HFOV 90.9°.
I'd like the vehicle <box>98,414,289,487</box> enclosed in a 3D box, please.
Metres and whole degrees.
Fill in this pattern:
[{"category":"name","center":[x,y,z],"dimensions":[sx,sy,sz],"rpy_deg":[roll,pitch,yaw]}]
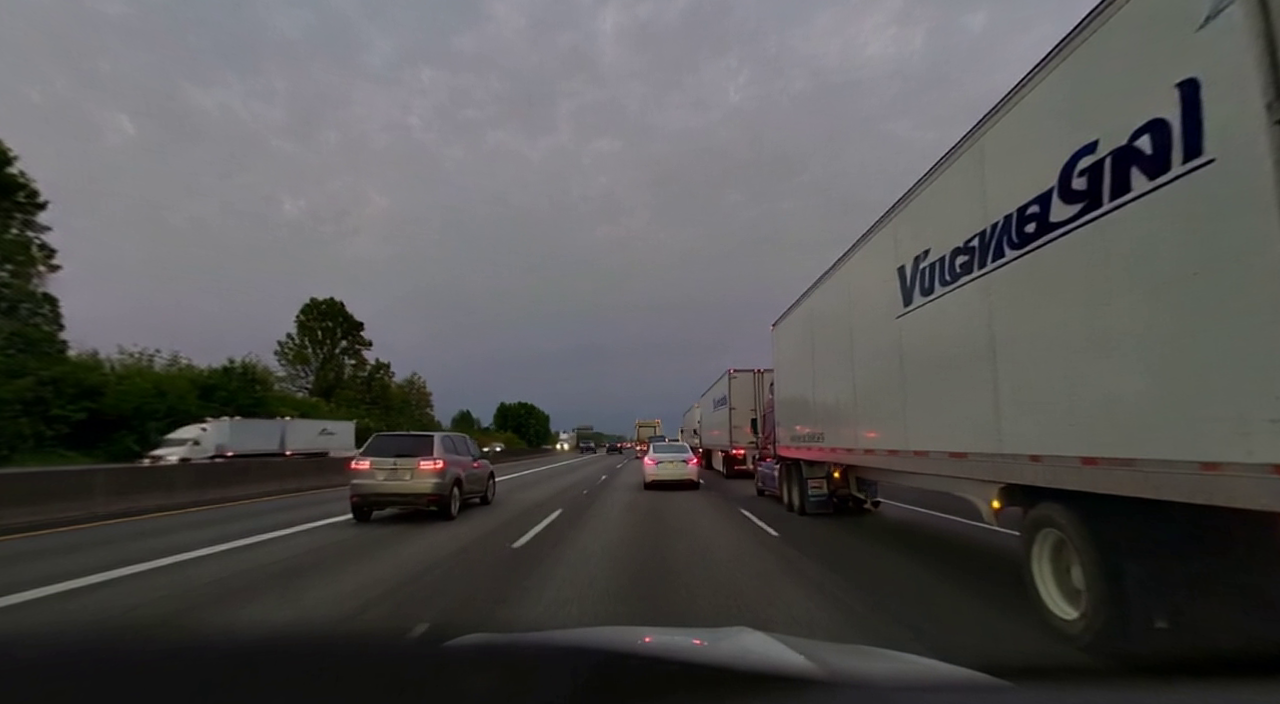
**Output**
[{"category":"vehicle","center":[-18.221,4.067,26.518],"dimensions":[2.563,2.628,7.235],"rpy_deg":[0,-8,2]}]

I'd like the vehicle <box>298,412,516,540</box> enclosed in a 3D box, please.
[{"category":"vehicle","center":[-3.645,2.012,10.954],"dimensions":[2.006,1.729,4.447],"rpy_deg":[0,-8,1]}]

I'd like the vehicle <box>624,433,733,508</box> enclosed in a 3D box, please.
[{"category":"vehicle","center":[0.746,2.680,14.901],"dimensions":[2.200,1.495,4.282],"rpy_deg":[0,-8,-1]}]

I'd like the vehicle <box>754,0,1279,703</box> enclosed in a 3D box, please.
[{"category":"vehicle","center":[4.532,0.361,8.708],"dimensions":[2.967,4.347,15.373],"rpy_deg":[0,-8,0]}]

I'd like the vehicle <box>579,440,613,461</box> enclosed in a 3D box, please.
[{"category":"vehicle","center":[-3.322,7.533,48.331],"dimensions":[2.181,1.538,4.169],"rpy_deg":[0,-8,2]}]
